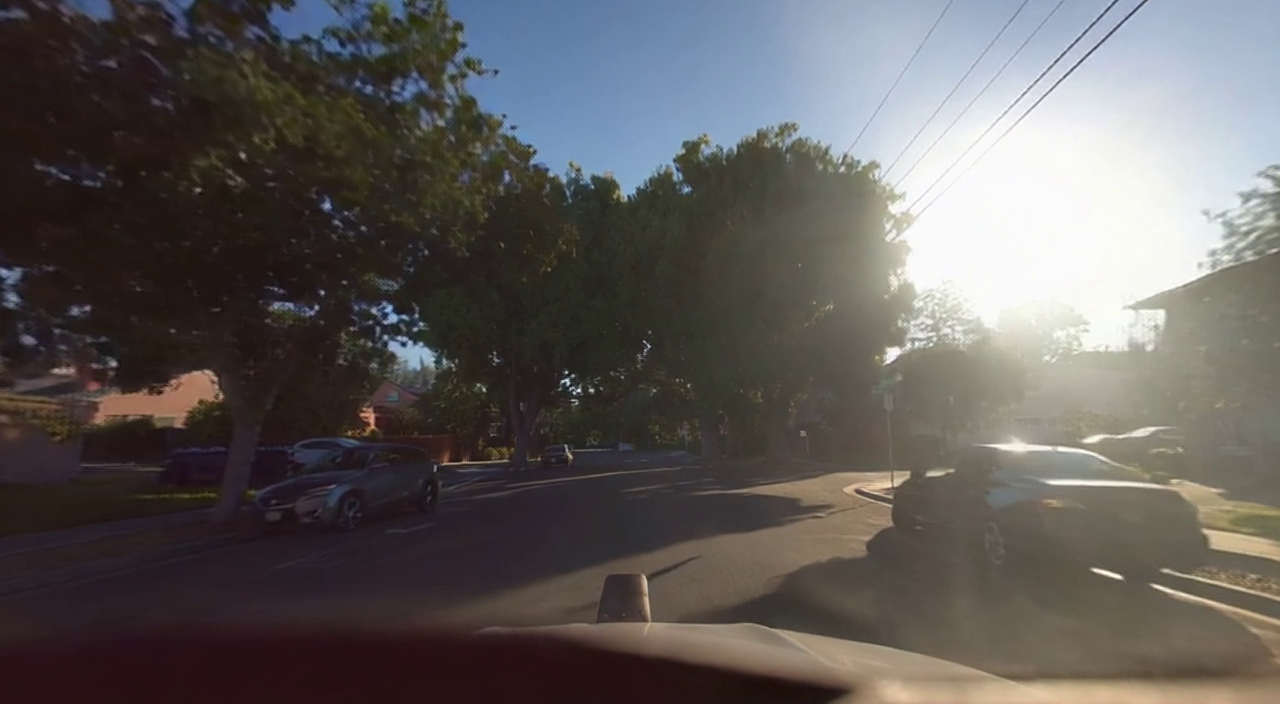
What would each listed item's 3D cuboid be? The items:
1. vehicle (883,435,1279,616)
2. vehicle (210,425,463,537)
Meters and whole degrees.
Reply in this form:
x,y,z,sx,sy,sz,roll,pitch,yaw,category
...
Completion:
x,y,z,sx,sy,sz,roll,pitch,yaw,category
4.624,1.732,7.546,1.931,1.395,4.793,1,-8,6,vehicle
-5.098,2.300,11.467,1.943,1.433,4.717,-6,-11,5,vehicle
